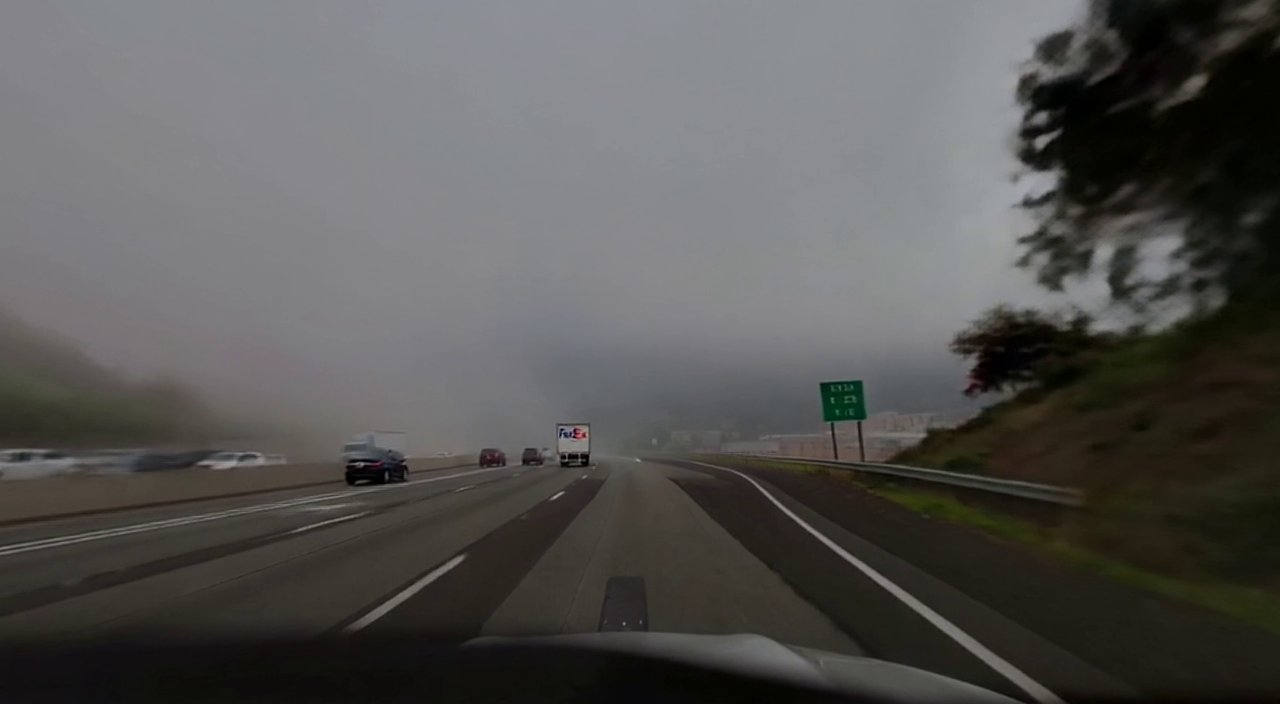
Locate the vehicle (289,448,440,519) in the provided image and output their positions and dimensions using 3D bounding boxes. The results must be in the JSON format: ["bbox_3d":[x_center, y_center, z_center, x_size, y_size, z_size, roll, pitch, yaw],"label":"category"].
[{"bbox_3d":[-7.822,3.733,18.518,2.294,1.710,4.436,1,-8,1],"label":"vehicle"}]

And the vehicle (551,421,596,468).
[{"bbox_3d":[-4.976,7.101,48.473,2.798,3.212,7.573,1,-8,-2],"label":"vehicle"}]

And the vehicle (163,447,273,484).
[{"bbox_3d":[-21.808,5.863,32.952,2.037,1.723,5.468,0,-8,-1],"label":"vehicle"}]

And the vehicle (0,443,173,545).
[{"bbox_3d":[-11.687,2.620,12.138,1.931,1.692,4.443,0,-8,0],"label":"vehicle"}]

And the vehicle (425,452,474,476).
[{"bbox_3d":[-12.142,7.155,40.529,1.879,1.431,4.425,0,-8,-1],"label":"vehicle"}]
